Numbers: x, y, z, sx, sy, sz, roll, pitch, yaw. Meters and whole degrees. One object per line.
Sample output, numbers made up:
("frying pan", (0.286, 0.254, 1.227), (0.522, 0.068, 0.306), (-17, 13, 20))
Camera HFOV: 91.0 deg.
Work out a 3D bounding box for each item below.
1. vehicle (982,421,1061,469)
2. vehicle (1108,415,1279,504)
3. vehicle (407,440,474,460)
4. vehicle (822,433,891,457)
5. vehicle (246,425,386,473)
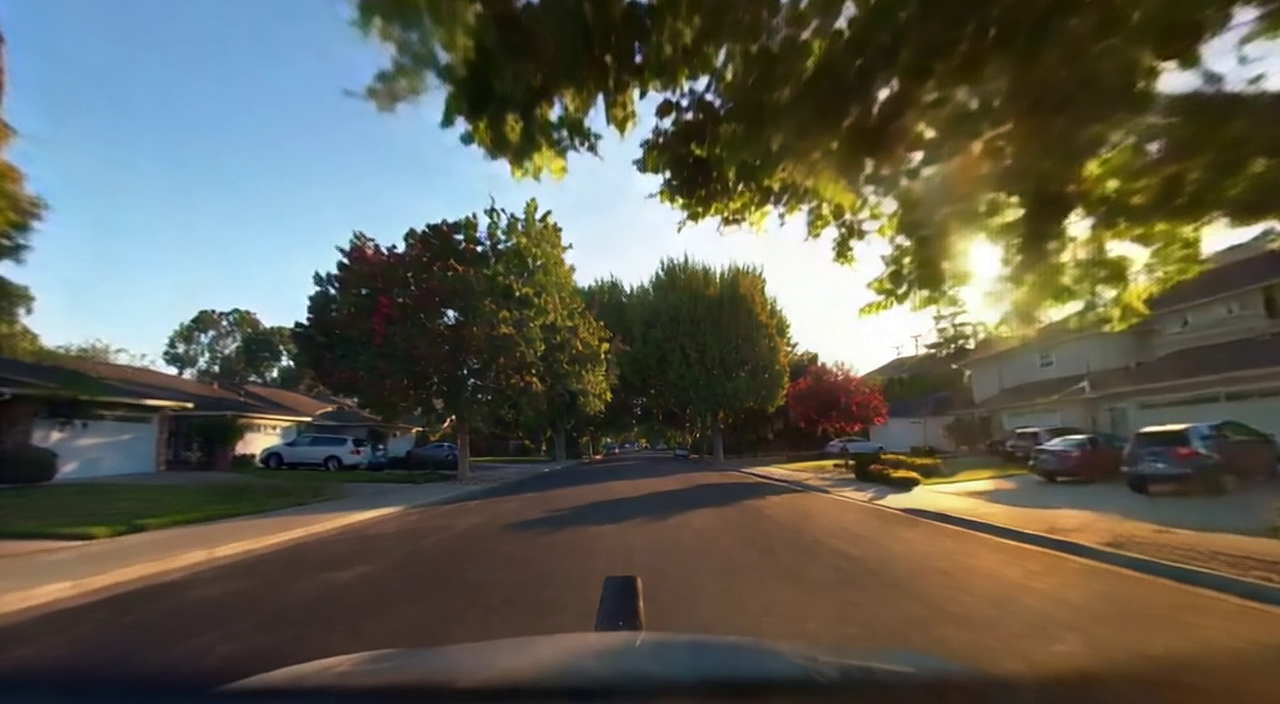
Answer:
("vehicle", (16.532, 4.086, 27.554), (2.288, 1.880, 4.939), (-4, -9, 24))
("vehicle", (13.281, 2.397, 14.380), (4.708, 1.727, 2.076), (4, -9, -26))
("vehicle", (-14.900, 7.355, 47.203), (4.351, 1.474, 2.015), (0, -9, -1))
("vehicle", (16.134, 6.906, 46.974), (4.468, 1.728, 2.135), (2, -8, -20))
("vehicle", (-15.069, 4.512, 29.624), (2.575, 2.031, 5.155), (-5, -9, 29))
